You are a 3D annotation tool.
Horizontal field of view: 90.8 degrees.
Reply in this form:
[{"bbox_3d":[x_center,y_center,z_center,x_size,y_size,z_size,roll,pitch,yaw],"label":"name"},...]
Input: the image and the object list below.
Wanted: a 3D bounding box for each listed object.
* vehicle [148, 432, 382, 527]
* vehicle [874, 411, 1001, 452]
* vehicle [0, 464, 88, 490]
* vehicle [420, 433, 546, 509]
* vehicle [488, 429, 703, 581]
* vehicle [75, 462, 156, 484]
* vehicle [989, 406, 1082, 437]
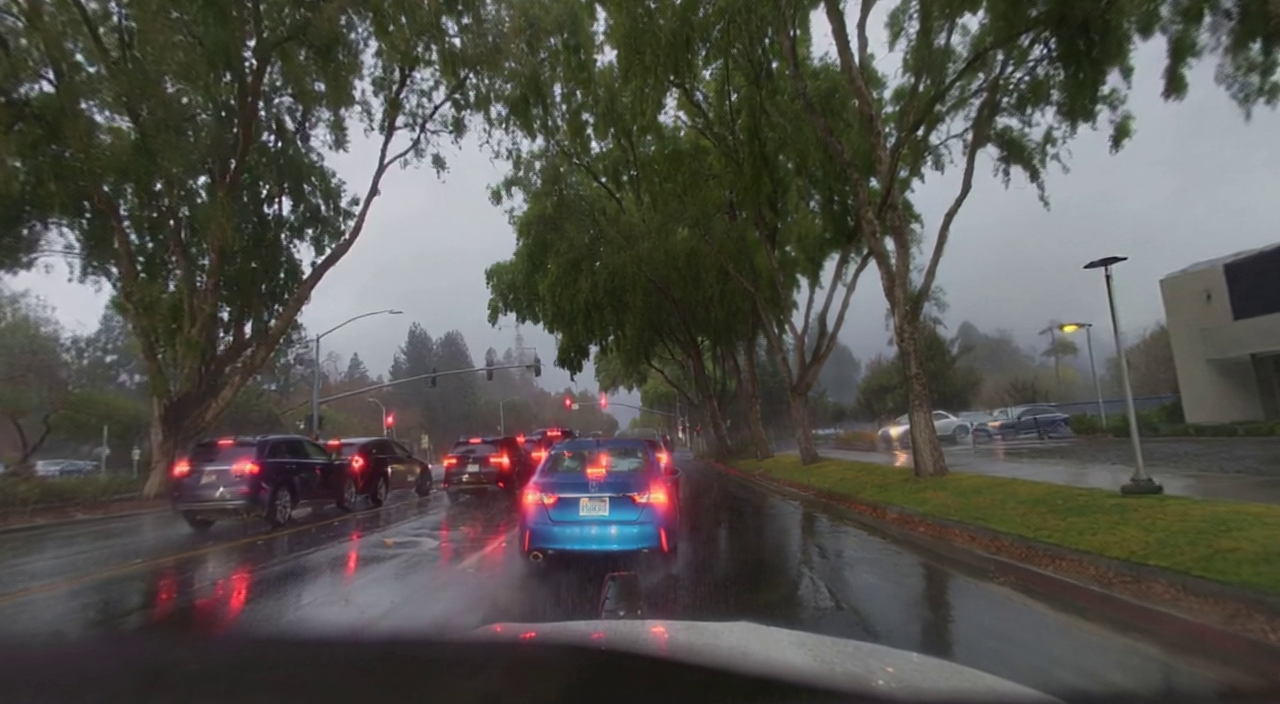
[{"bbox_3d":[-7.281,2.503,12.942,2.096,1.593,4.288,0,-9,1],"label":"vehicle"},{"bbox_3d":[13.938,3.781,29.829,4.975,1.809,1.956,0,-9,2],"label":"vehicle"},{"bbox_3d":[-36.633,7.618,38.550,4.093,1.440,1.804,0,-9,0],"label":"vehicle"},{"bbox_3d":[-3.624,2.821,15.382,1.969,1.570,4.019,0,-9,1],"label":"vehicle"},{"bbox_3d":[-0.420,1.805,8.241,2.104,1.472,3.946,0,-9,0],"label":"vehicle"},{"bbox_3d":[-36.358,8.410,43.882,3.918,1.423,1.861,0,-9,-1],"label":"vehicle"},{"bbox_3d":[28.048,4.982,45.076,5.333,1.880,2.130,-7,-9,29],"label":"vehicle"}]
